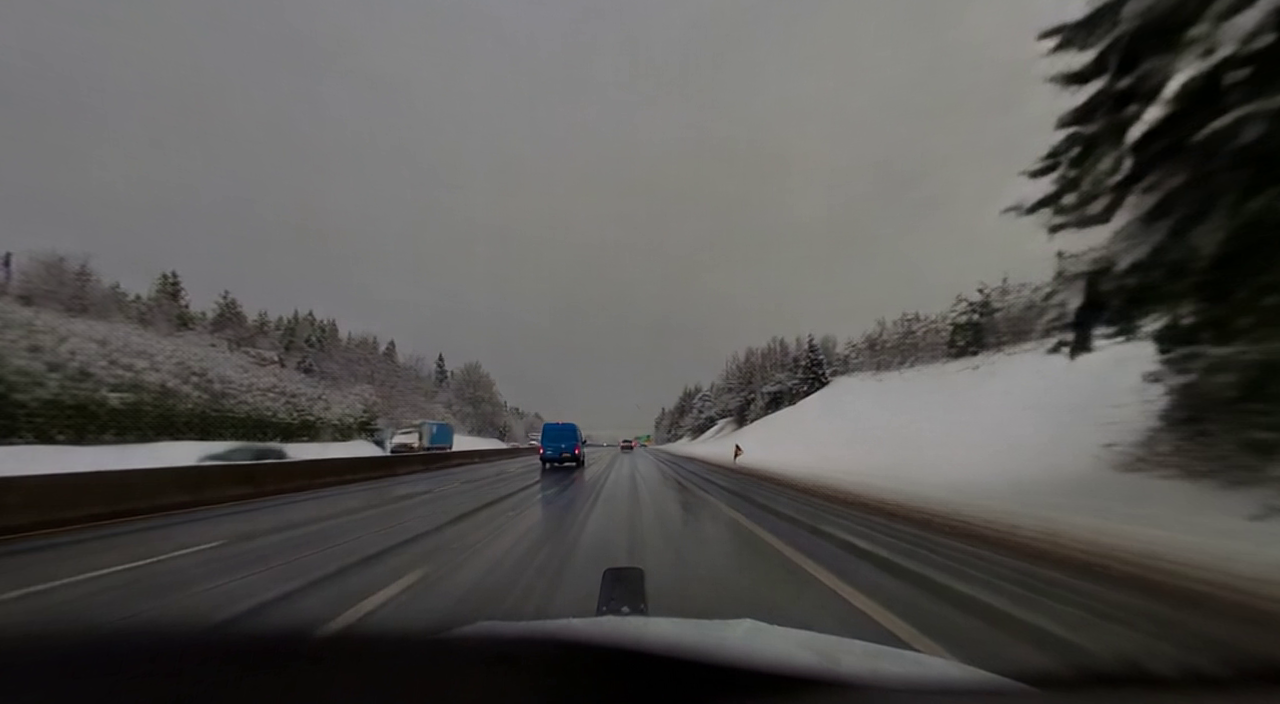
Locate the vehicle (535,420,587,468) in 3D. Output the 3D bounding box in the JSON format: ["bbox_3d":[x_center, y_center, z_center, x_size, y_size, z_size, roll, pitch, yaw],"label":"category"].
[{"bbox_3d":[-4.353,5.192,35.607,2.329,2.483,5.428,0,-8,-1],"label":"vehicle"}]
